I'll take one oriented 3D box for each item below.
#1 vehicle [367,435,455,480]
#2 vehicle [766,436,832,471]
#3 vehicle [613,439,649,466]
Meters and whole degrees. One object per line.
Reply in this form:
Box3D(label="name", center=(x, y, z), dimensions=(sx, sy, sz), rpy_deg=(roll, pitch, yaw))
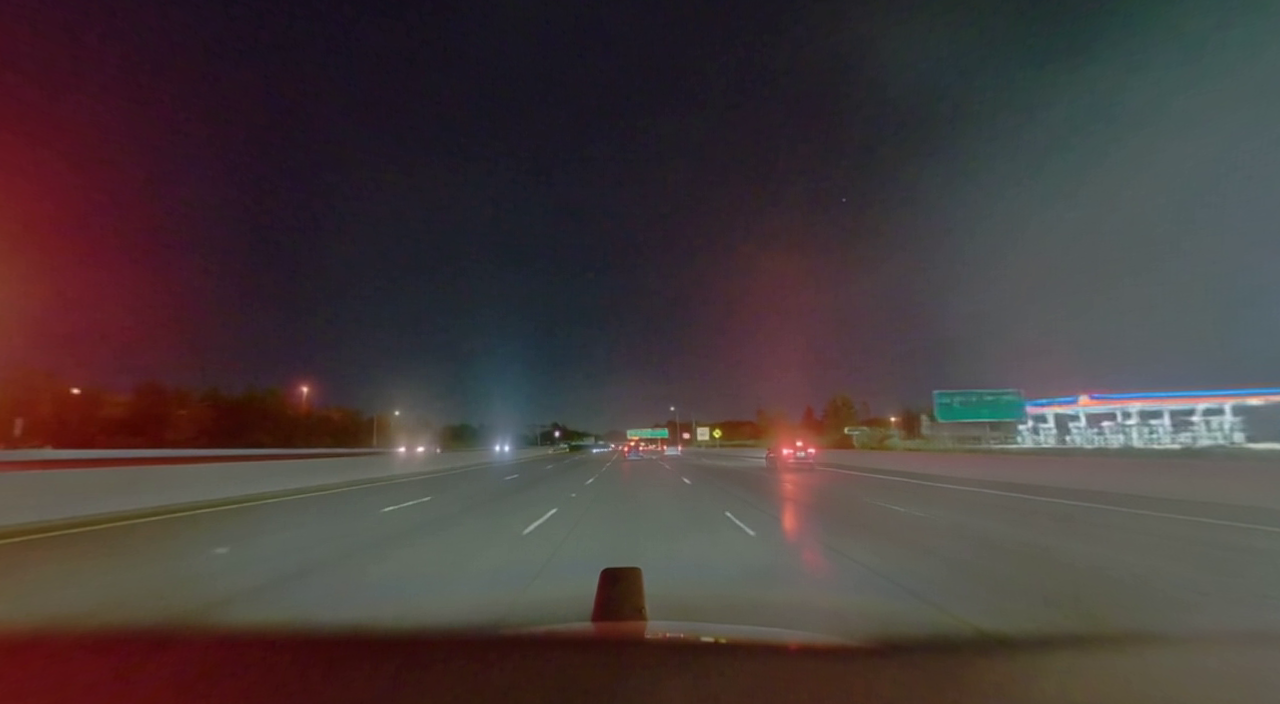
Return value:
Box3D(label="vehicle", center=(-9.858, 4.567, 27.638), dimensions=(2.005, 1.725, 5.137), rpy_deg=(0, -8, -1))
Box3D(label="vehicle", center=(7.256, 4.670, 29.162), dimensions=(1.867, 1.463, 4.295), rpy_deg=(0, -8, -1))
Box3D(label="vehicle", center=(-0.549, 5.918, 37.171), dimensions=(1.999, 1.473, 4.351), rpy_deg=(0, -8, -1))
